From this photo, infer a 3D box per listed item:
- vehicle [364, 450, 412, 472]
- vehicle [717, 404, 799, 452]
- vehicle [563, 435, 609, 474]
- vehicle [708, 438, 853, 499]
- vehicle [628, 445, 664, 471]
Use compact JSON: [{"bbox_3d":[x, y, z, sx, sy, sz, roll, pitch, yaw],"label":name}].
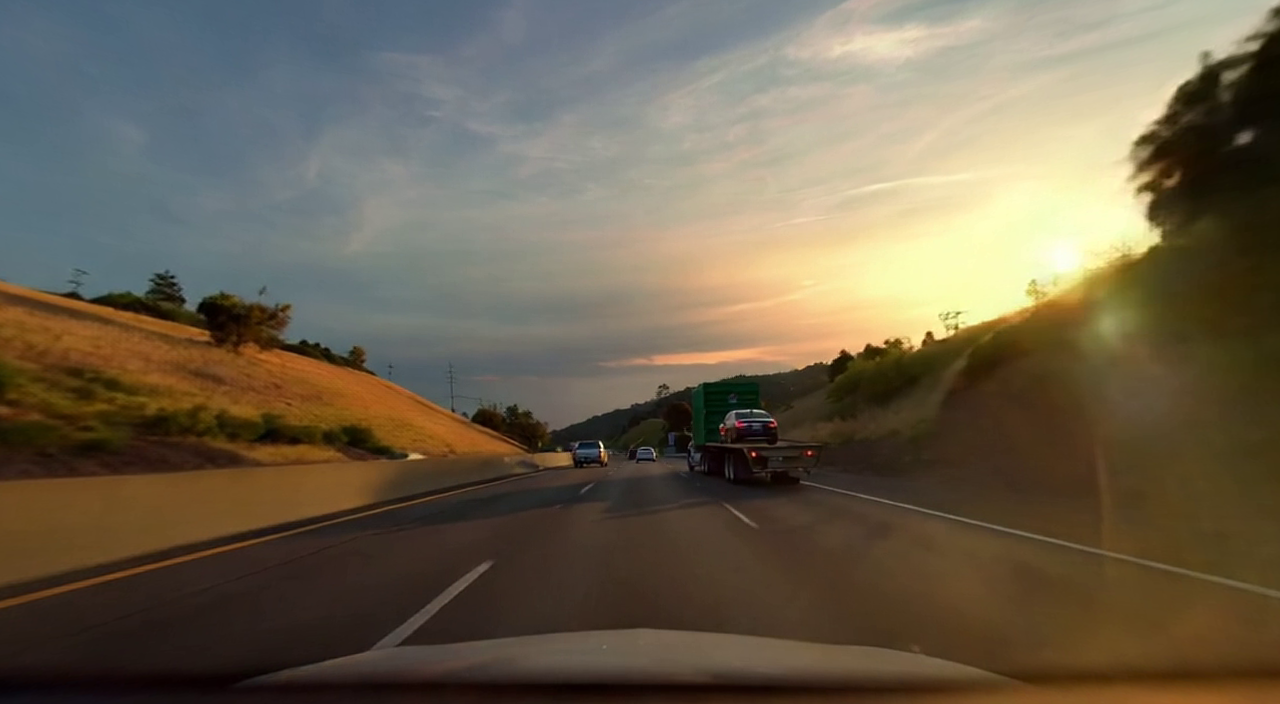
[{"bbox_3d":[-18.365,7.932,46.103,1.962,1.488,3.587,0,-9,0],"label":"vehicle"},{"bbox_3d":[4.085,2.790,22.525,1.968,1.547,4.215,0,-9,-2],"label":"vehicle"},{"bbox_3d":[-2.986,5.840,35.933,2.142,2.044,4.446,0,-9,2],"label":"vehicle"},{"bbox_3d":[4.210,3.804,21.316,2.654,1.574,9.537,0,-9,-1],"label":"vehicle"},{"bbox_3d":[0.373,6.422,38.229,2.086,1.497,3.681,0,-9,1],"label":"vehicle"}]
